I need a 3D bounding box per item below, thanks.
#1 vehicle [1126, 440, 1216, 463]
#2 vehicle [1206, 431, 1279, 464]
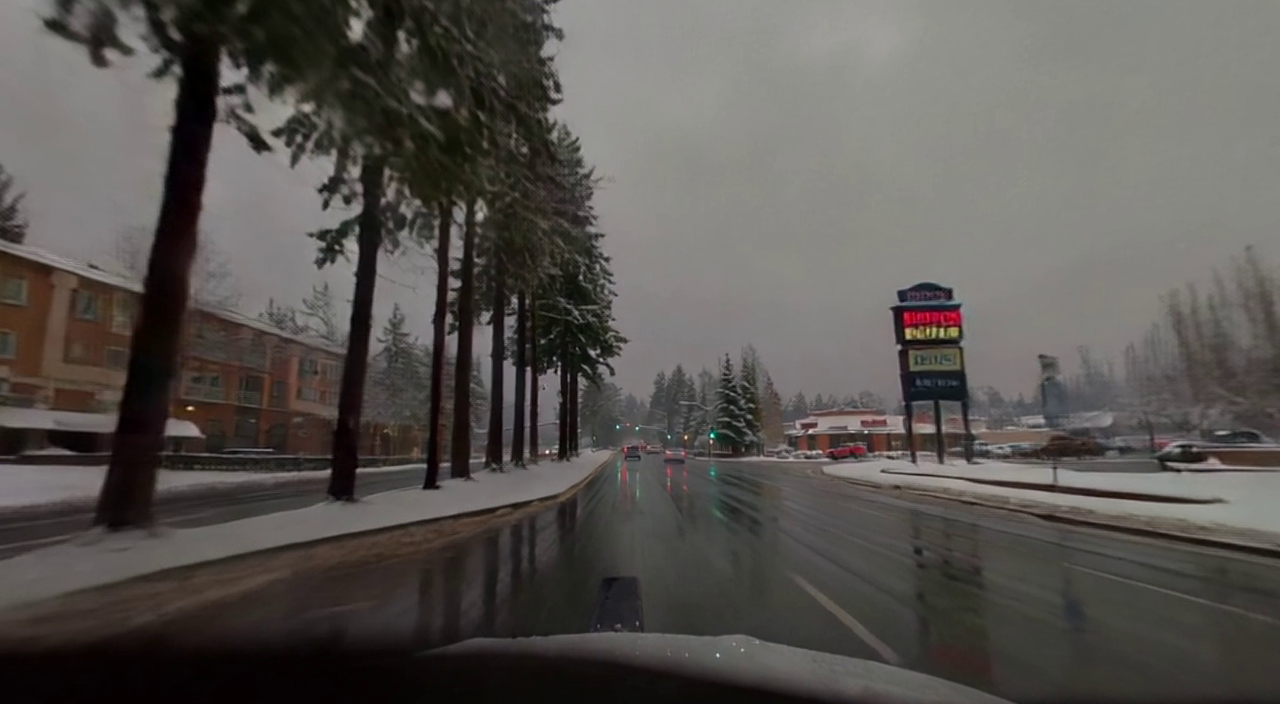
[{"bbox_3d":[40.351,7.525,48.138,1.962,1.620,4.755,5,-9,-29],"label":"vehicle"},{"bbox_3d":[34.772,5.239,34.863,2.094,1.741,4.669,4,-8,-29],"label":"vehicle"}]
